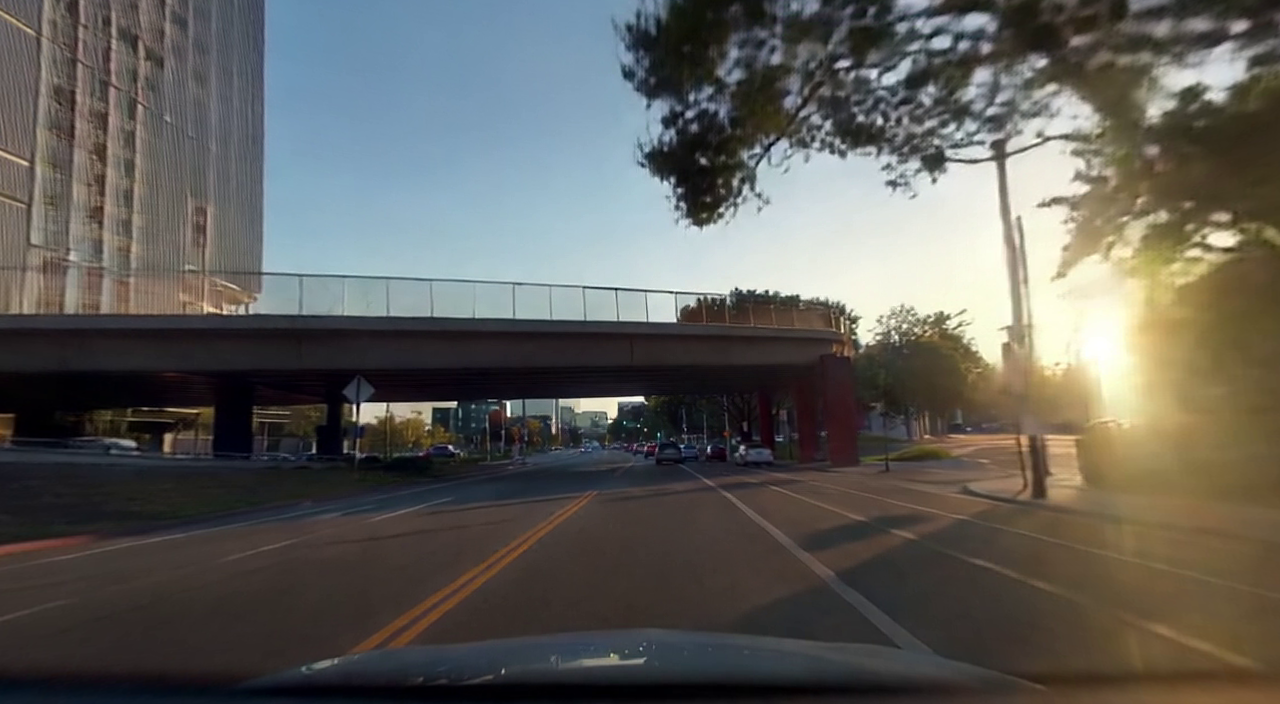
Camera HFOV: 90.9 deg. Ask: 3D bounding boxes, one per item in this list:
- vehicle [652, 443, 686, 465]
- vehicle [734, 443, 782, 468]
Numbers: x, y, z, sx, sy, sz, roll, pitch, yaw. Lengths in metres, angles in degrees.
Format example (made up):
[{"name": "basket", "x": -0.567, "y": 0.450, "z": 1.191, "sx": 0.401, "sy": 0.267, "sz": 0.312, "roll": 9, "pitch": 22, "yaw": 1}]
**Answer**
[{"name": "vehicle", "x": 2.049, "y": 7.201, "z": 44.794, "sx": 2.280, "sy": 1.475, "sz": 4.051, "roll": 0, "pitch": -9, "yaw": 2}, {"name": "vehicle", "x": 7.270, "y": 6.413, "z": 39.334, "sx": 2.035, "sy": 1.435, "sz": 4.481, "roll": 0, "pitch": -9, "yaw": -1}]
